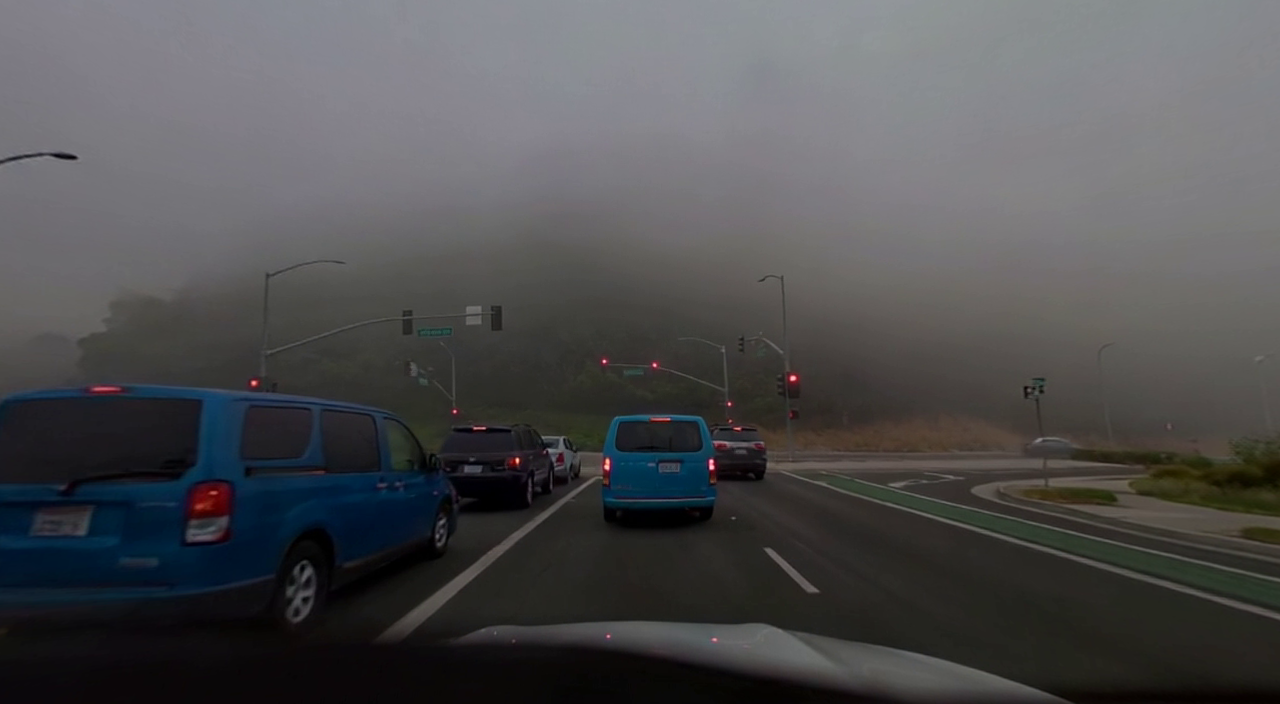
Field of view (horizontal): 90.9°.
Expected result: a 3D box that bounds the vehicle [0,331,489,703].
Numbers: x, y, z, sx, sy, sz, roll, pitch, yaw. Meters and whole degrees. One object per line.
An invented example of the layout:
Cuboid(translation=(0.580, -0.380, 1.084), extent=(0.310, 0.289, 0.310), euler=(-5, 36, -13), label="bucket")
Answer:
Cuboid(translation=(-2.831, 1.138, 4.758), extent=(2.131, 1.783, 4.540), euler=(0, -8, 2), label="vehicle")

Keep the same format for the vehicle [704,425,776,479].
Cuboid(translation=(3.267, 3.367, 21.398), extent=(1.817, 1.662, 3.843), euler=(0, -8, 0), label="vehicle")

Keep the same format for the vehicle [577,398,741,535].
Cuboid(translation=(0.238, 1.855, 10.694), extent=(2.185, 1.822, 4.391), euler=(0, -8, 0), label="vehicle")

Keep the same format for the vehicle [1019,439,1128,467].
Cuboid(translation=(23.990, 5.591, 35.000), extent=(4.696, 1.461, 1.810), euler=(0, -8, -1), label="vehicle")
